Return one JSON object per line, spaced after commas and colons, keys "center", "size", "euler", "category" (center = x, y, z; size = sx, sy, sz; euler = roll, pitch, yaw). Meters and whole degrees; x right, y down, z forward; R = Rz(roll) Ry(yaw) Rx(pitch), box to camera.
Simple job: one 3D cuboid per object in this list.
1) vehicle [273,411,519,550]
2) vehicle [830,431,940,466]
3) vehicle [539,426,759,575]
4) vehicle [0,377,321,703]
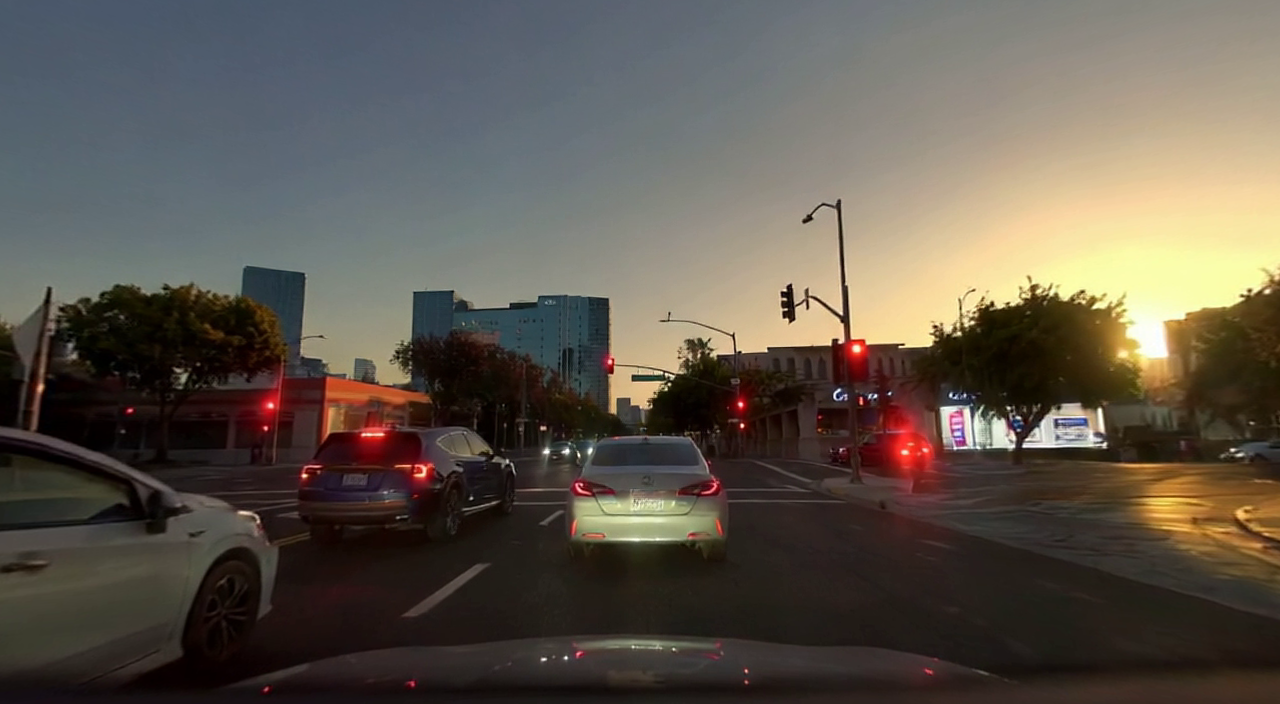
{"center": [-3.443, 1.899, 9.974], "size": [2.009, 1.704, 4.230], "euler": [-1, -8, 3], "category": "vehicle"}
{"center": [12.960, 5.128, 33.593], "size": [5.032, 1.762, 1.982], "euler": [0, -8, 0], "category": "vehicle"}
{"center": [0.174, 1.820, 8.501], "size": [2.258, 1.507, 3.896], "euler": [-1, -8, 3], "category": "vehicle"}
{"center": [-3.330, 0.860, 2.277], "size": [2.029, 1.517, 4.375], "euler": [0, -8, 0], "category": "vehicle"}
